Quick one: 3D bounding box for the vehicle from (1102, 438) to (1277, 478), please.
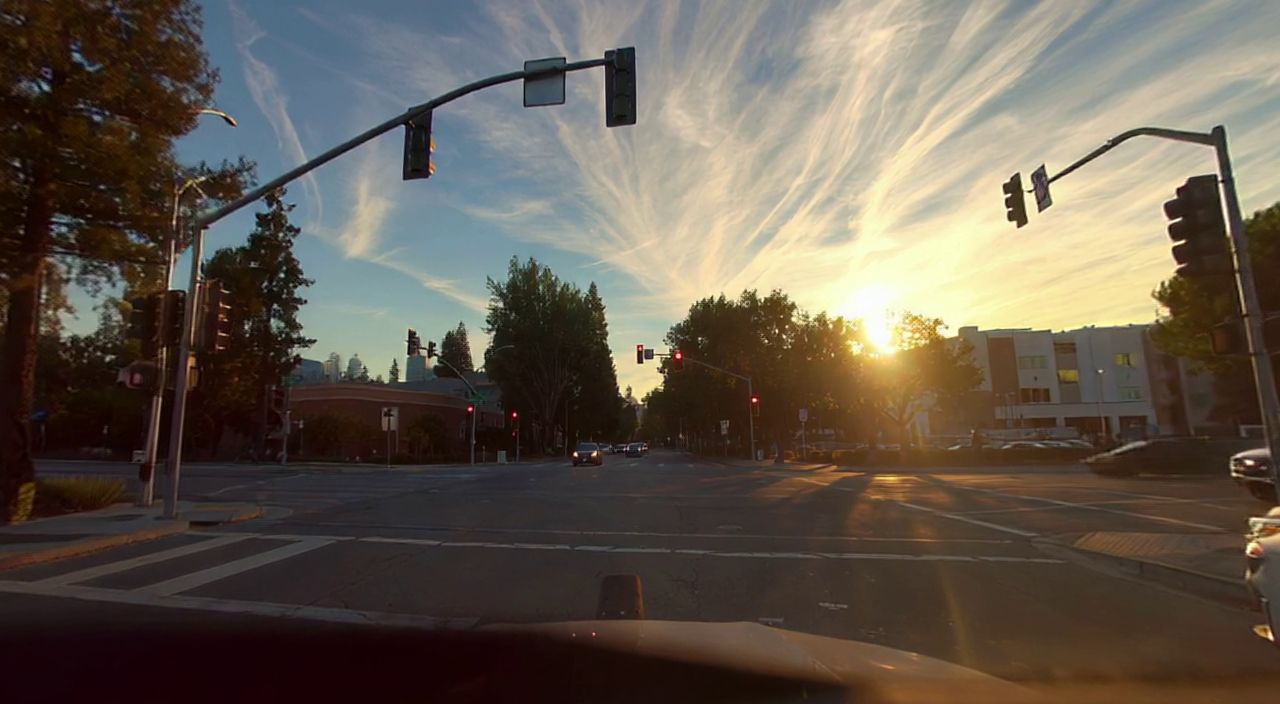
[{"bbox_3d":[20.997,4.074,24.401,4.628,1.414,1.897,-3,-9,17],"label":"vehicle"}]

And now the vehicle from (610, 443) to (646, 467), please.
[{"bbox_3d":[-0.839,6.835,42.032,2.056,1.492,3.937,1,-9,-6],"label":"vehicle"}]

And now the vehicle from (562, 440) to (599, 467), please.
[{"bbox_3d":[-4.088,7.104,44.289,2.251,1.756,4.610,0,-9,-1],"label":"vehicle"}]
